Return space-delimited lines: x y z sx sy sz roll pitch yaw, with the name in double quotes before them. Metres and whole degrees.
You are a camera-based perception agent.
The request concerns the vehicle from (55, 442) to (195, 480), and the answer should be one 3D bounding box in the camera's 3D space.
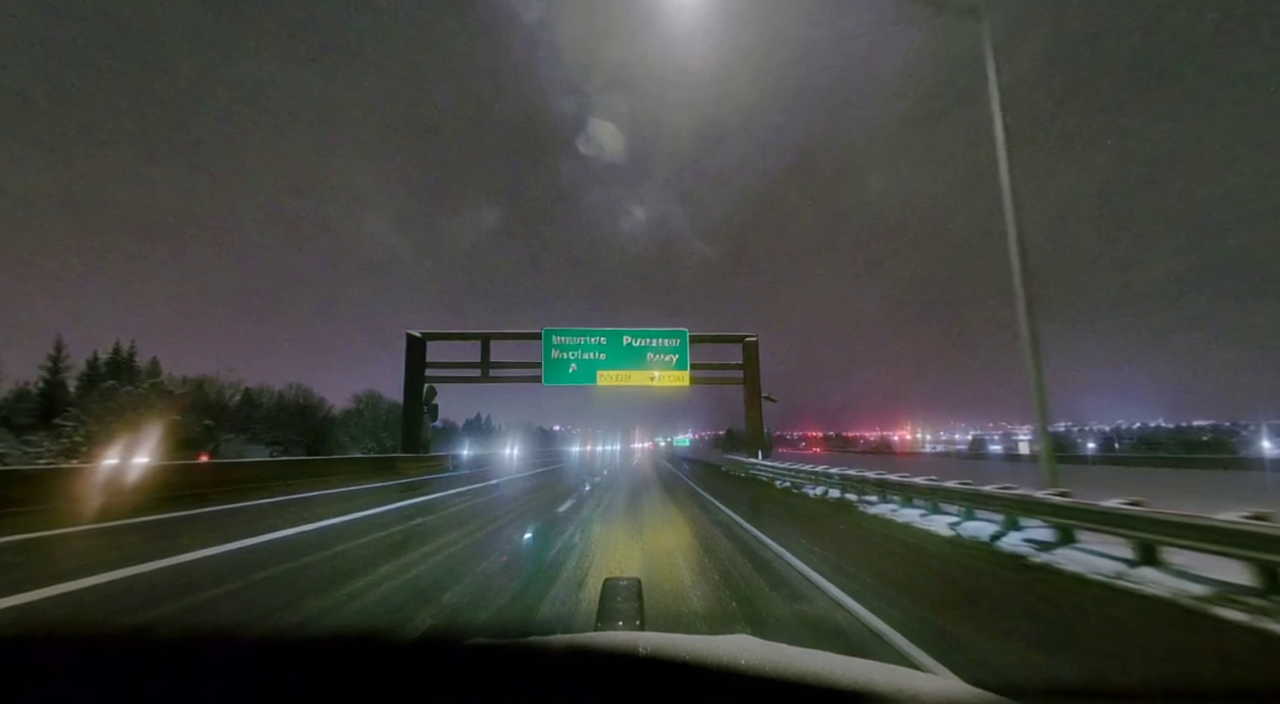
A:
"vehicle" -28.339 6.011 35.070 2.235 1.864 6.561 0 -9 1
